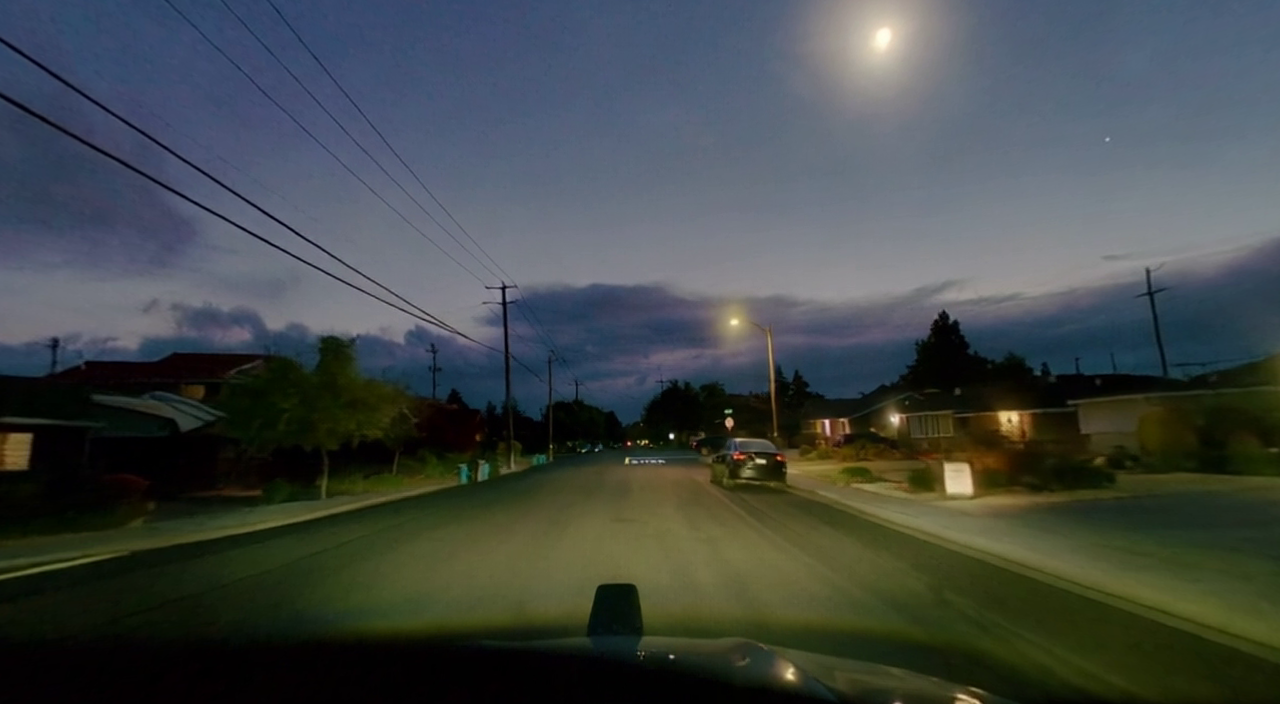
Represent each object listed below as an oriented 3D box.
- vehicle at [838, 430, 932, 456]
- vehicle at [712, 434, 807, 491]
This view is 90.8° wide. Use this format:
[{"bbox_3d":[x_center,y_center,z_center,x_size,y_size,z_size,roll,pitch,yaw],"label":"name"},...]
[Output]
[{"bbox_3d":[14.445,5.413,37.515,4.737,1.493,2.001,-1,-8,4],"label":"vehicle"},{"bbox_3d":[3.560,3.391,19.761,2.012,1.531,4.557,0,-8,-1],"label":"vehicle"}]
